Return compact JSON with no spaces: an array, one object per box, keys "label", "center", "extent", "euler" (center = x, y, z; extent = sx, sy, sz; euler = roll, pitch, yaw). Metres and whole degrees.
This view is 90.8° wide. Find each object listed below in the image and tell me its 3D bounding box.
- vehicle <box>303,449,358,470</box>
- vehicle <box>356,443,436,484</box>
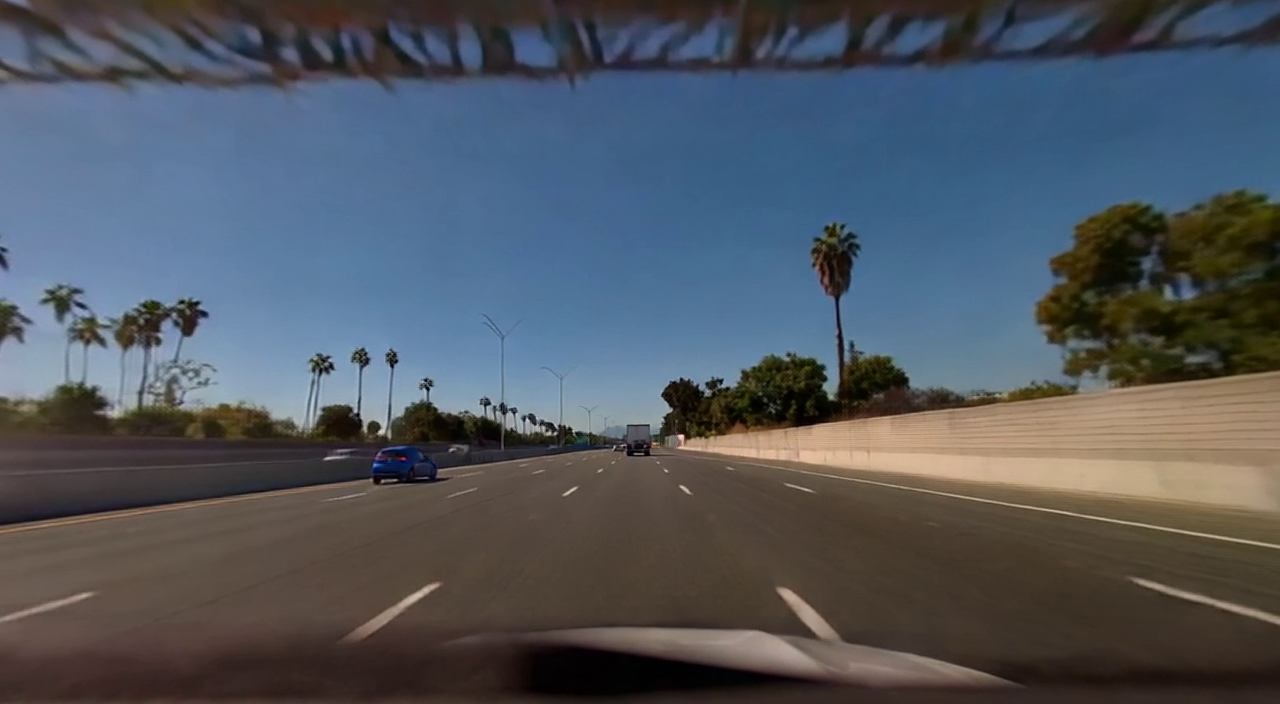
[{"label":"vehicle","center":[-23.087,8.013,47.339],"extent":[1.849,1.464,4.466],"euler":[0,-9,0]},{"label":"vehicle","center":[-10.841,4.955,28.416],"extent":[1.897,1.653,4.113],"euler":[0,-9,0]}]
